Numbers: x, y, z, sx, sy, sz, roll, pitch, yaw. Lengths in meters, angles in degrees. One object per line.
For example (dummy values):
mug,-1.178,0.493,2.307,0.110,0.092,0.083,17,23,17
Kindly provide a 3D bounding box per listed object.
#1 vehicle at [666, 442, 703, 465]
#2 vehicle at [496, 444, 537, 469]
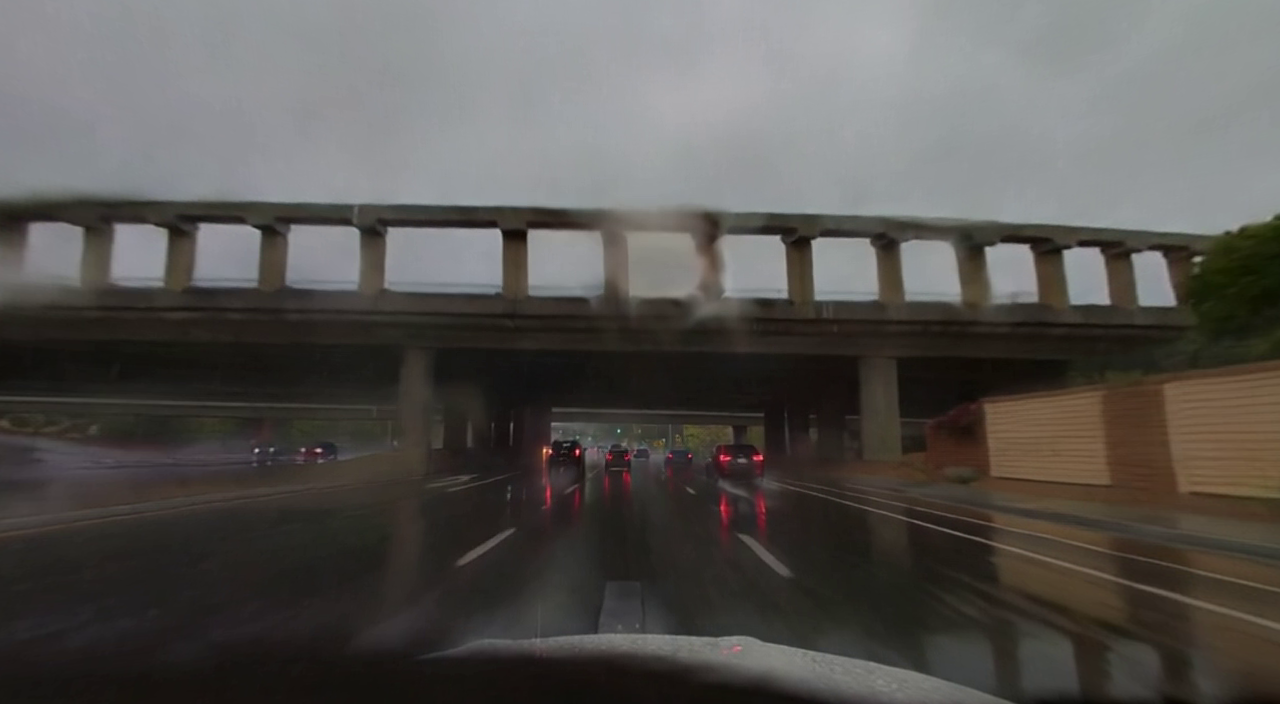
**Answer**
vehicle,3.355,7.847,48.871,2.377,1.678,4.353,0,-8,-3
vehicle,-8.073,6.851,41.650,2.007,1.519,4.366,0,-8,-2
